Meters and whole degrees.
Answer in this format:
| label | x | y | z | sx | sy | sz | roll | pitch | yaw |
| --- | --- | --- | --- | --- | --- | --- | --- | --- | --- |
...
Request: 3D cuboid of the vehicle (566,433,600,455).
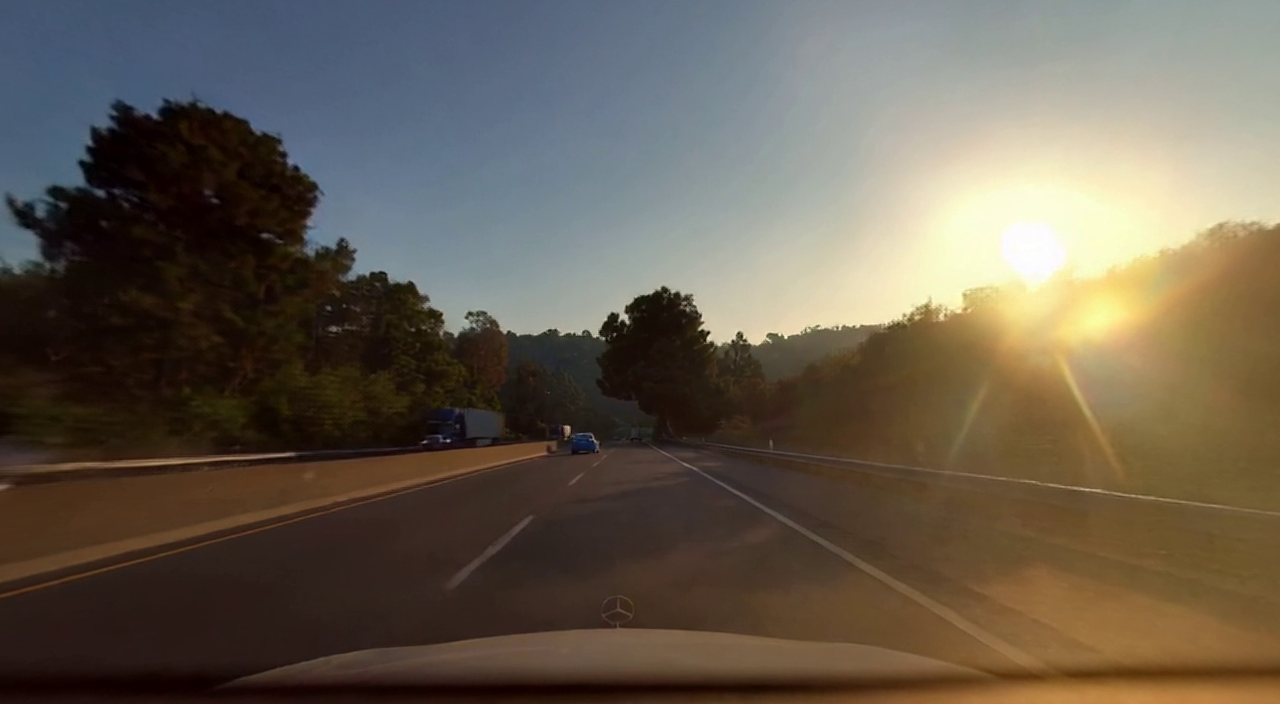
| label | x | y | z | sx | sy | sz | roll | pitch | yaw |
| --- | --- | --- | --- | --- | --- | --- | --- | --- | --- |
| vehicle | -3.856 | 6.308 | 43.293 | 2.085 | 1.479 | 3.846 | 0 | -8 | -1 |
